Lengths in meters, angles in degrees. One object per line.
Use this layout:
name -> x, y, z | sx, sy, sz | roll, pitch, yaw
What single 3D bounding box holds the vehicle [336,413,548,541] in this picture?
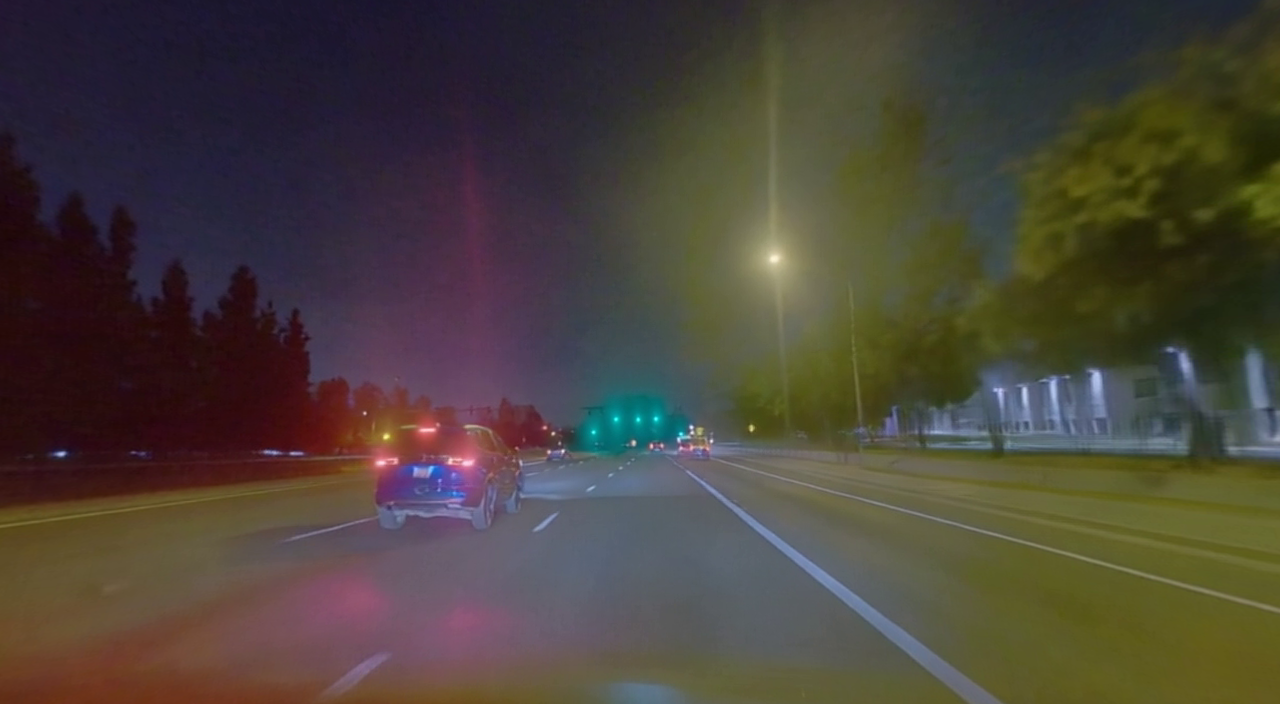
vehicle -> -3.017, 2.023, 10.836 | 2.033, 1.713, 4.503 | 0, -8, 2
